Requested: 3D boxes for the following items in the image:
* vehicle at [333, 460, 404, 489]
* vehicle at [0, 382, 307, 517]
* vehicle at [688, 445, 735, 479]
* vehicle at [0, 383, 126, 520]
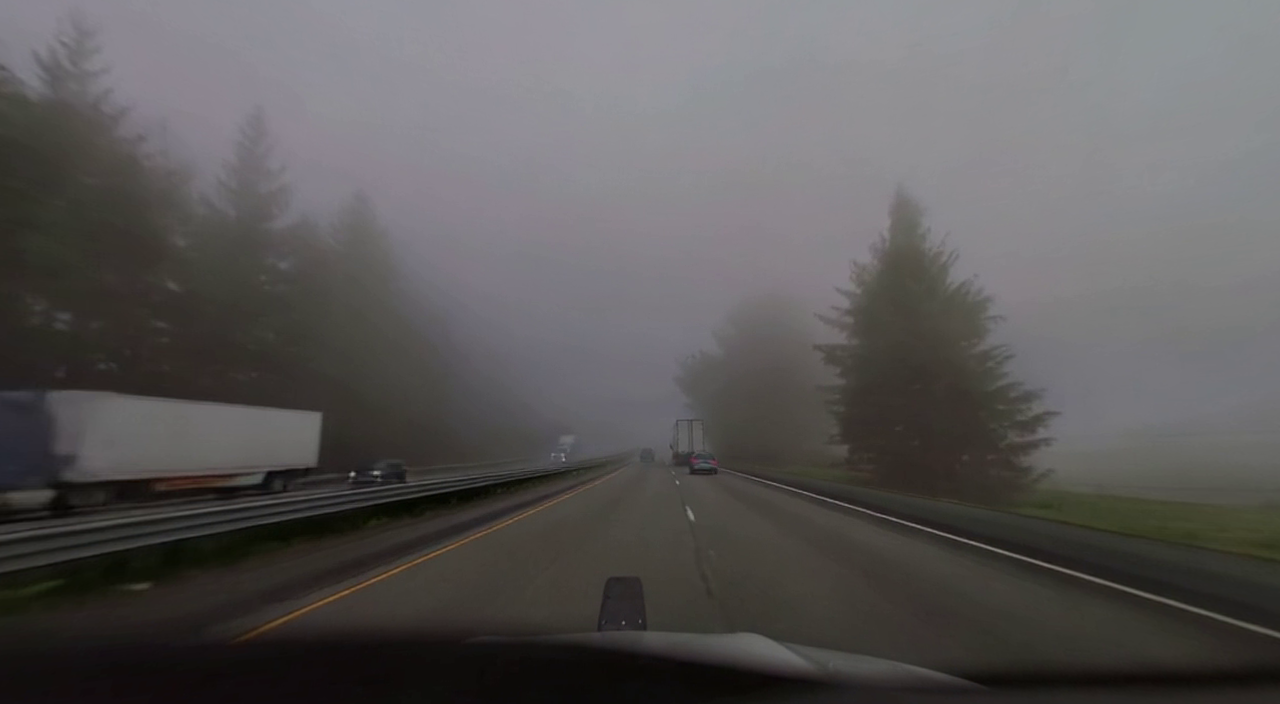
[{"bbox_3d":[-15.268,6.895,35.696,1.858,1.474,4.390,0,-9,2],"label":"vehicle"},{"bbox_3d":[-19.659,4.000,26.001,3.532,3.991,14.550,0,-9,2],"label":"vehicle"},{"bbox_3d":[3.713,5.775,33.405,2.096,1.653,4.185,0,-9,1],"label":"vehicle"},{"bbox_3d":[-19.844,3.021,19.148,3.014,3.887,5.930,0,-9,2],"label":"vehicle"}]
